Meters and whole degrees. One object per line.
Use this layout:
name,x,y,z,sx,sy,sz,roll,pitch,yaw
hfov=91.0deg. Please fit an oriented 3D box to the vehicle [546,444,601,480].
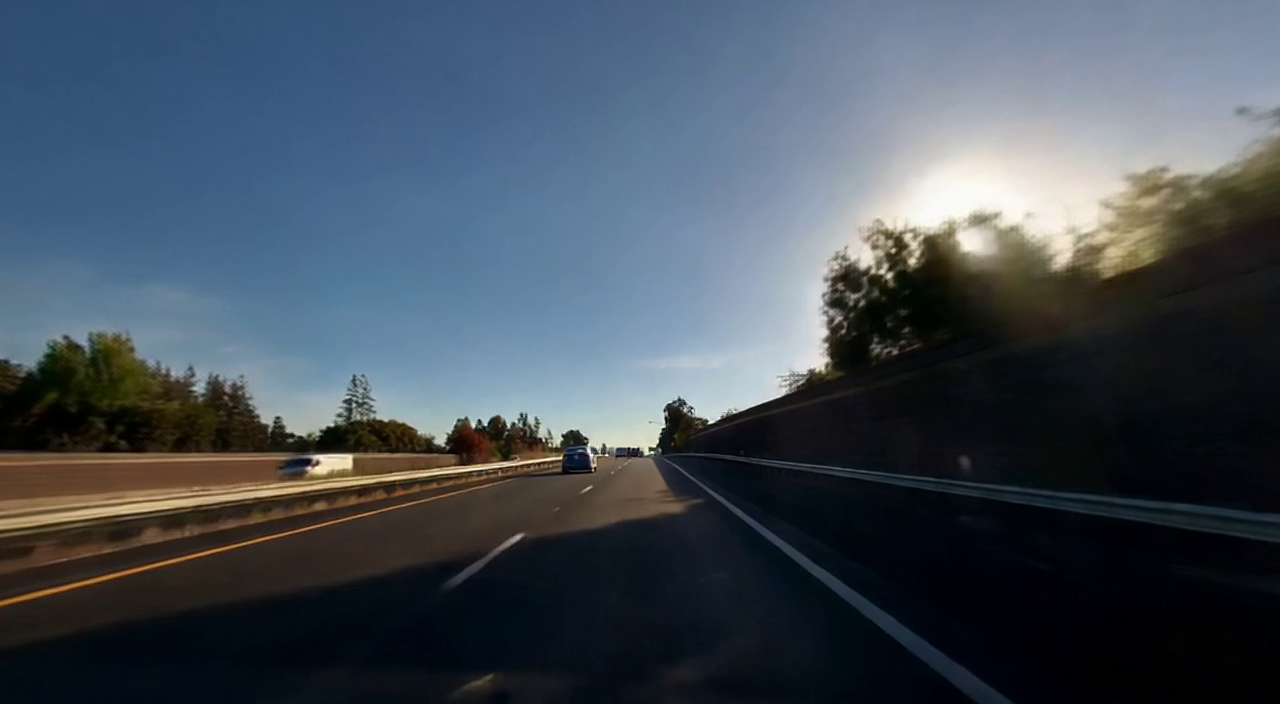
vehicle,-2.948,4.985,28.865,2.050,1.530,4.144,0,-8,0
